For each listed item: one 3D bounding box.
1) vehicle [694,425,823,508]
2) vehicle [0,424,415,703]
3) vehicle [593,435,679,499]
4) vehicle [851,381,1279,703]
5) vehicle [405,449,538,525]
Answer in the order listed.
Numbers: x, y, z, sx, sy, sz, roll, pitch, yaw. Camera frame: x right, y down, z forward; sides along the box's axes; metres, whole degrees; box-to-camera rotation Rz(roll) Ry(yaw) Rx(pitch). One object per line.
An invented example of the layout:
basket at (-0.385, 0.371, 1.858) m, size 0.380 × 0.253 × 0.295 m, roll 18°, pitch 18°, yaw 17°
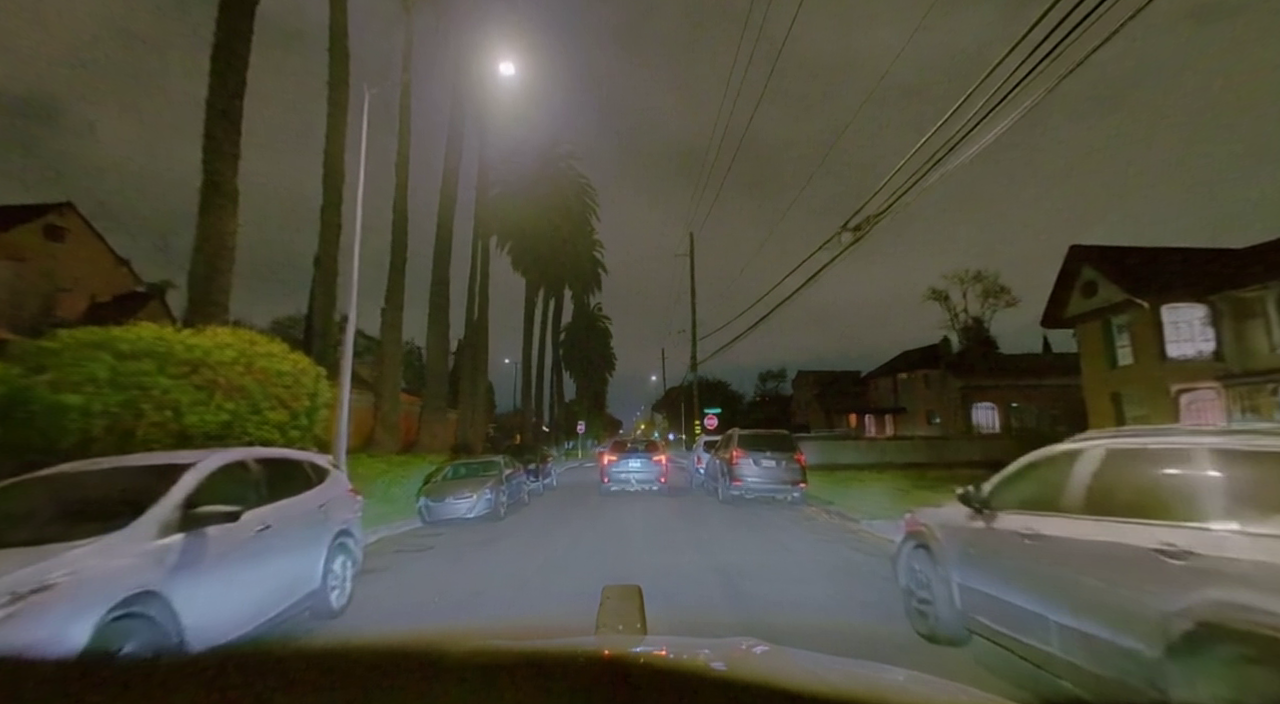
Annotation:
vehicle at (2.579, 2.653, 15.043) m, size 2.136 × 1.650 × 4.837 m, roll 0°, pitch -8°, yaw 0°
vehicle at (-3.156, 1.270, 4.092) m, size 1.911 × 1.449 × 4.412 m, roll 0°, pitch -8°, yaw -3°
vehicle at (-0.118, 3.028, 16.971) m, size 2.010 × 1.499 × 4.107 m, roll 0°, pitch -8°, yaw -1°
vehicle at (2.808, 1.057, 3.034) m, size 1.967 × 1.563 × 4.237 m, roll 0°, pitch -8°, yaw -2°
vehicle at (-3.315, 2.704, 13.124) m, size 1.728 × 1.305 × 3.805 m, roll 0°, pitch -8°, yaw 0°
